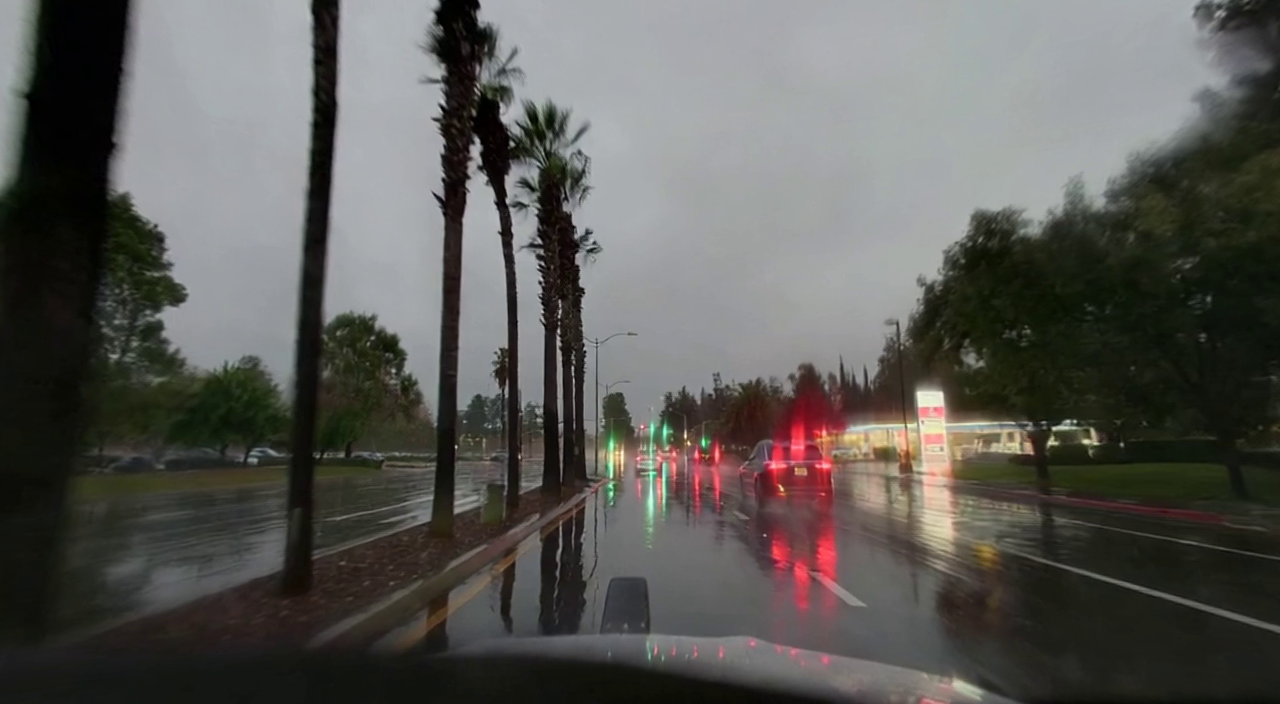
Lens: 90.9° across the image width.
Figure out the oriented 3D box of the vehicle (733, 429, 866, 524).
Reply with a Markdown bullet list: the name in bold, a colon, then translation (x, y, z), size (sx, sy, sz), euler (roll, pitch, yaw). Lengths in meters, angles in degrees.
- **vehicle**: translation (3.285, 2.621, 13.818), size (1.872, 1.752, 3.896), euler (0, -8, 0)

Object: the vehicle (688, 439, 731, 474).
- **vehicle**: translation (4.227, 6.431, 39.032), size (2.154, 1.975, 4.634), euler (0, -8, 0)

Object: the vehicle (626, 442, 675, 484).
- **vehicle**: translation (0.444, 4.786, 27.461), size (1.991, 1.664, 3.814), euler (0, -8, 0)
